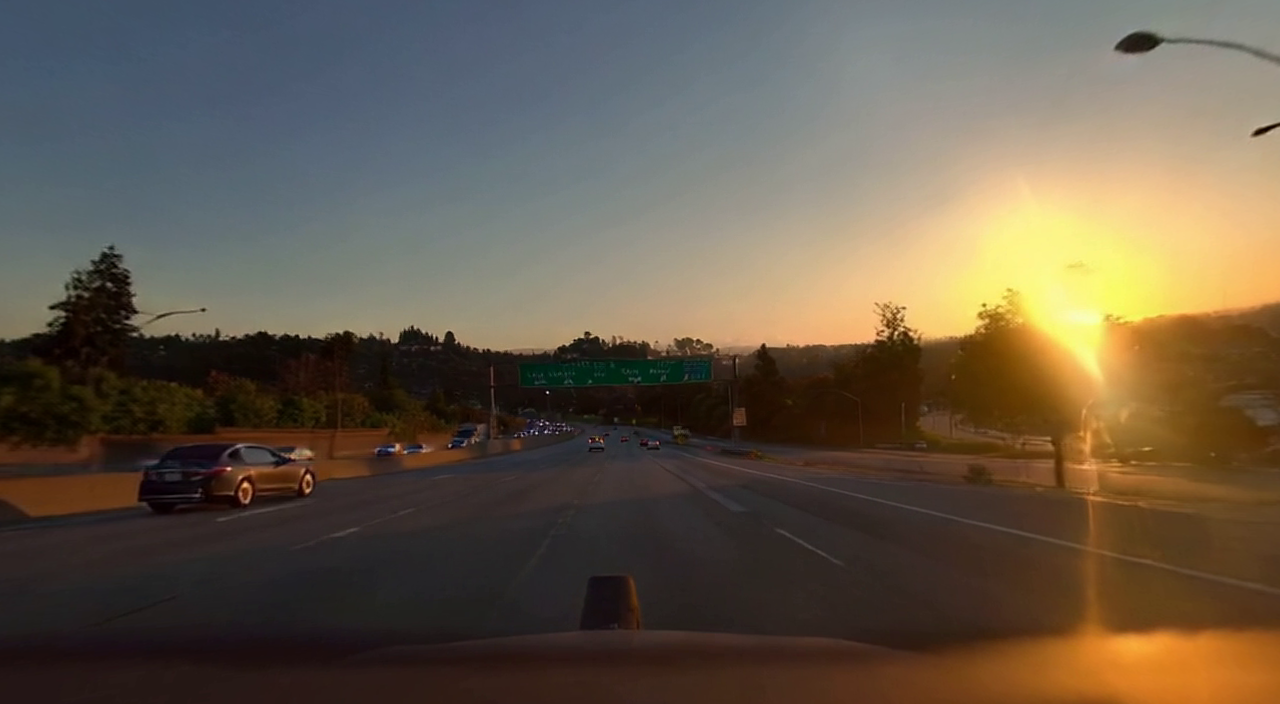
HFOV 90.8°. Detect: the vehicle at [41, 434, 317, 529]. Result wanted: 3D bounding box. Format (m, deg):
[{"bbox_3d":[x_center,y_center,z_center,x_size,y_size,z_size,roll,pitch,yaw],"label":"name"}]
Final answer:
[{"bbox_3d":[-8.599,2.428,12.483,2.060,1.507,4.494,0,-9,0],"label":"vehicle"}]
